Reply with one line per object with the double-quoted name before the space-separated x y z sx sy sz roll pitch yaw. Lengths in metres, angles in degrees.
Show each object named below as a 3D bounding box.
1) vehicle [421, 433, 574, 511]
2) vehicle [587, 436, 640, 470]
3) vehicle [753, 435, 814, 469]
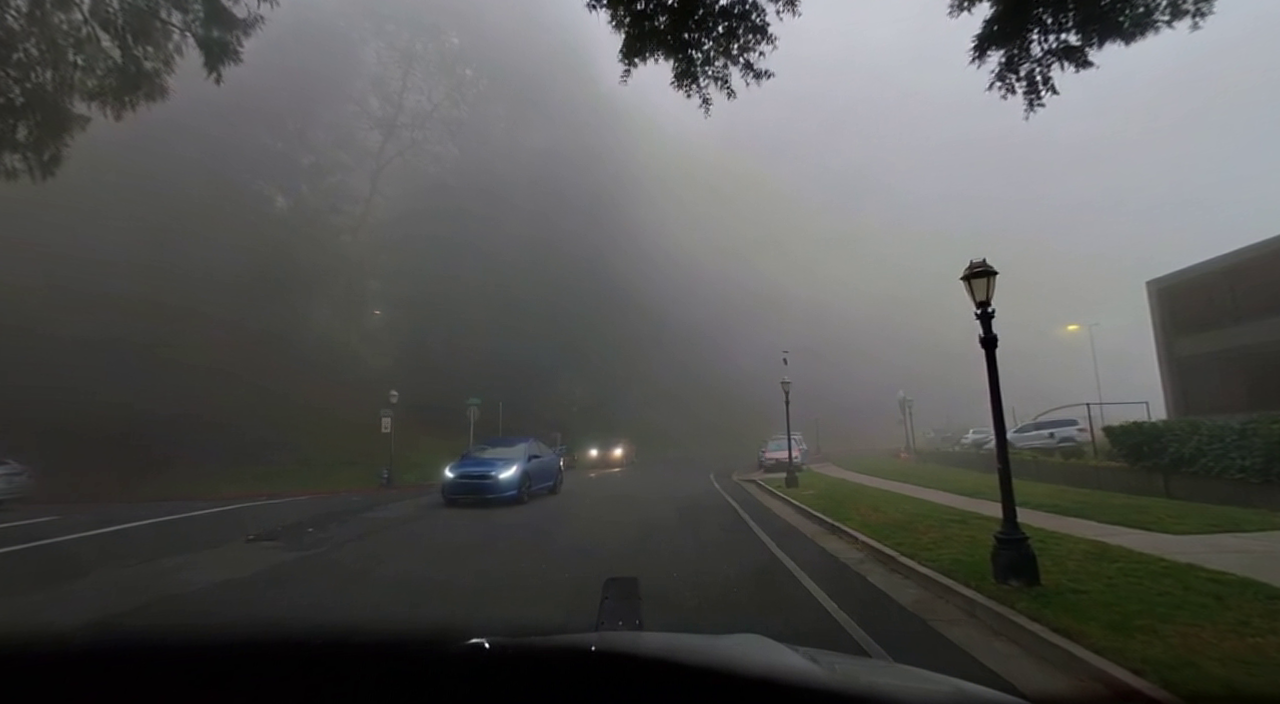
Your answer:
"vehicle" -3.045 2.699 14.701 2.056 1.508 4.596 -1 -9 6
"vehicle" -1.328 5.372 33.701 2.110 1.651 4.410 -1 -9 7
"vehicle" 6.669 4.716 29.897 1.918 1.461 4.419 0 -8 1
